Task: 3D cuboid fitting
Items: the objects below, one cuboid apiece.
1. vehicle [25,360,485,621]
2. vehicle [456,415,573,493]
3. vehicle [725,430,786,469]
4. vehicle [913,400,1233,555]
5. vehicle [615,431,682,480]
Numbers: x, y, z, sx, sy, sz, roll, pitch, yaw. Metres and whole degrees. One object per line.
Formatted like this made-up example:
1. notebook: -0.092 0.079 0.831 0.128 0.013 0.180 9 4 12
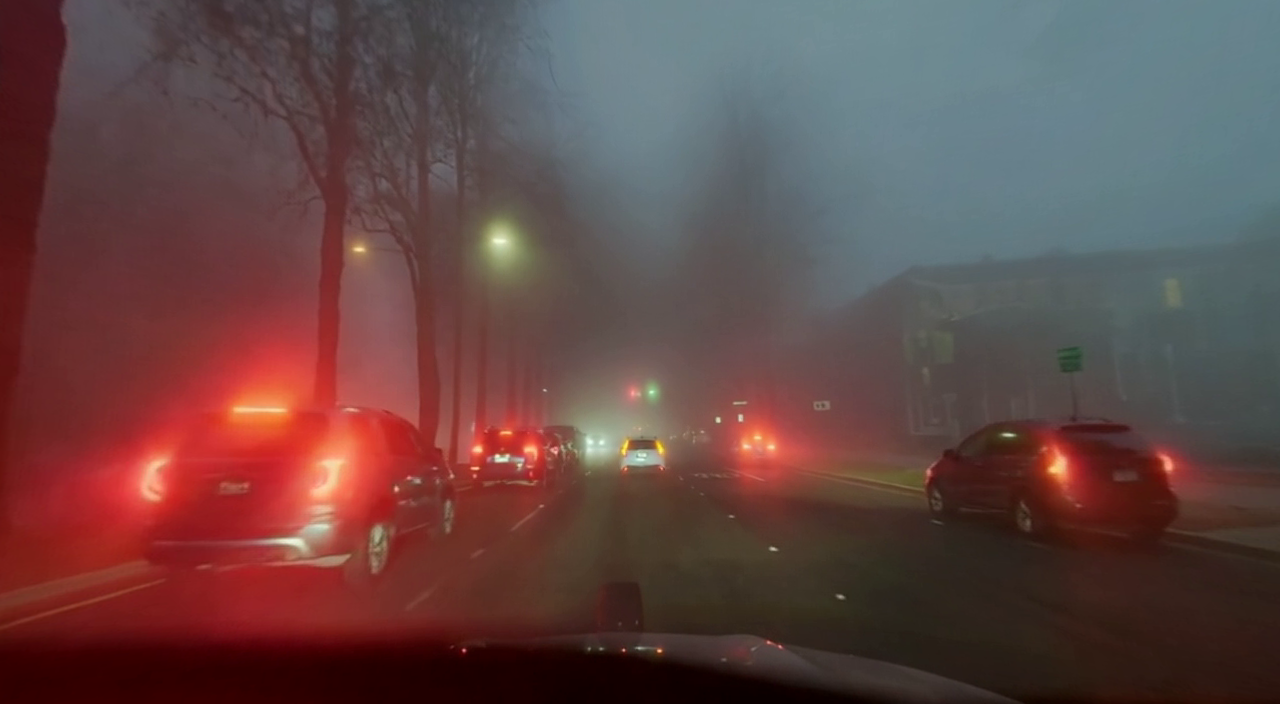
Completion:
1. vehicle: -3.496 1.389 7.261 2.223 1.957 4.845 0 -8 0
2. vehicle: -3.469 2.956 18.623 2.487 1.978 4.628 0 -8 0
3. vehicle: 6.071 5.232 33.944 2.300 1.903 4.579 0 -8 -1
4. vehicle: 6.445 1.914 10.264 1.997 1.943 4.409 0 -8 0
5. vehicle: 0.195 3.698 22.716 2.201 1.589 3.843 0 -8 -2
